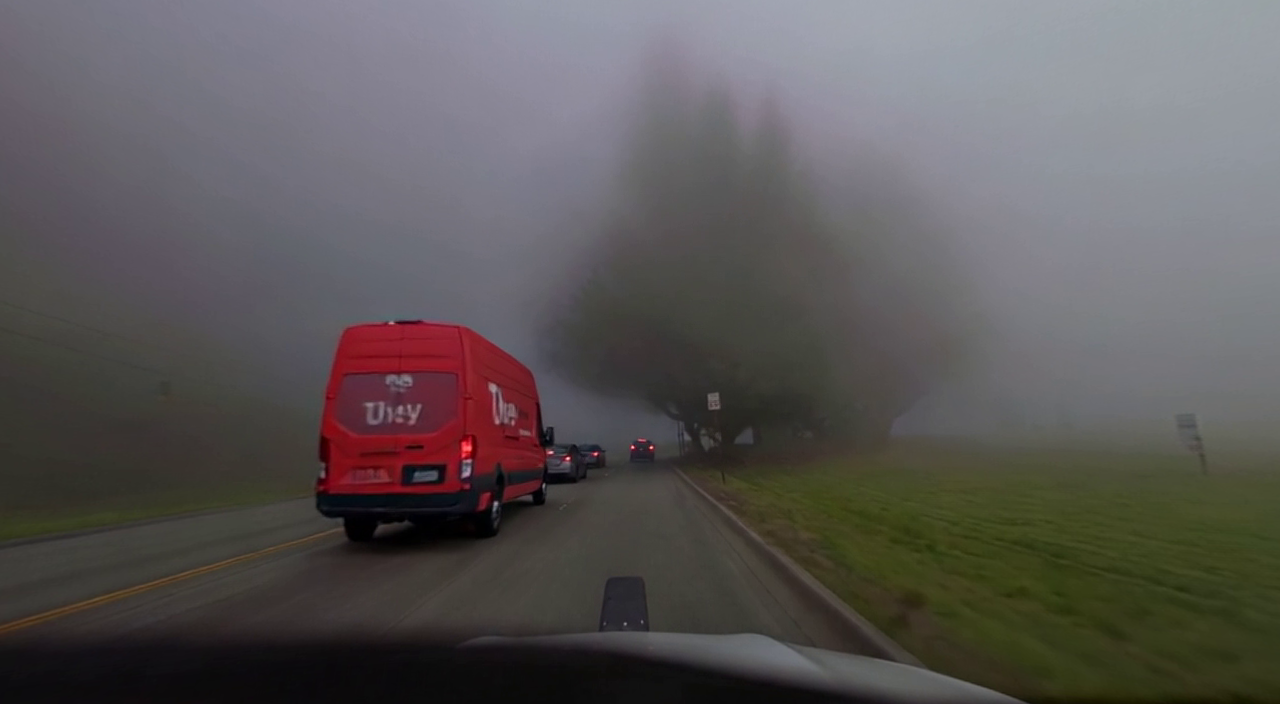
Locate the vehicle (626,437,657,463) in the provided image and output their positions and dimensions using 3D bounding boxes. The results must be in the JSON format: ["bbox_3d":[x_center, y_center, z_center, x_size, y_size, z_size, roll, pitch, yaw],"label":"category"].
[{"bbox_3d":[0.167,7.424,47.831,2.241,1.912,4.095,0,-8,1],"label":"vehicle"}]

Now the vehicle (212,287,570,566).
[{"bbox_3d":[-3.312,1.482,11.759,2.818,3.181,9.114,0,-9,1],"label":"vehicle"}]
